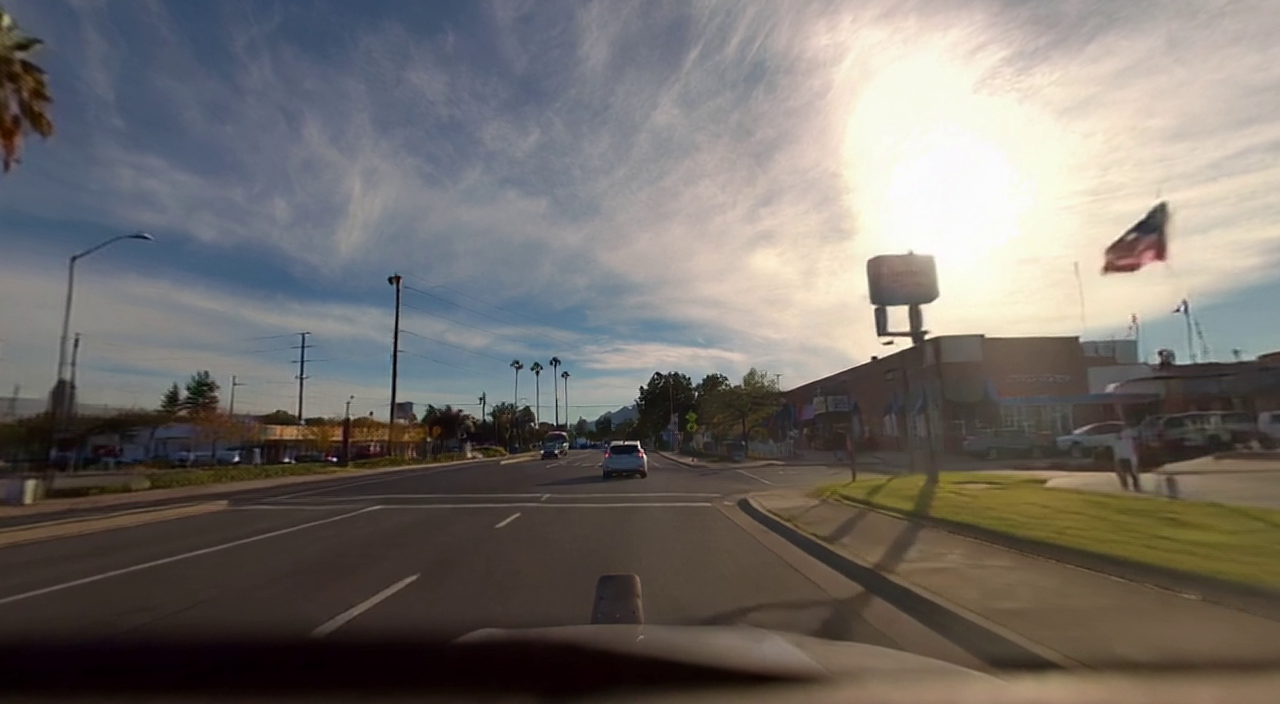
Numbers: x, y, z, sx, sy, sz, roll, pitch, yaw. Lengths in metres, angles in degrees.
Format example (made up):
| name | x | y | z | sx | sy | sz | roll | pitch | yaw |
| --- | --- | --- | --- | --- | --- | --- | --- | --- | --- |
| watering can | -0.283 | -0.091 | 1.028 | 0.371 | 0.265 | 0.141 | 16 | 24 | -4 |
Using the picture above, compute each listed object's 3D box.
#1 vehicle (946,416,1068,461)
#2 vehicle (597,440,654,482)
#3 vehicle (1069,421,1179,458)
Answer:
| name | x | y | z | sx | sy | sz | roll | pitch | yaw |
| --- | --- | --- | --- | --- | --- | --- | --- | --- | --- |
| vehicle | 18.553 | 4.416 | 32.128 | 4.747 | 2.178 | 2.336 | 0 | -9 | -2 |
| vehicle | -0.550 | 4.249 | 24.876 | 2.076 | 1.486 | 4.119 | 0 | -8 | -1 |
| vehicle | 24.680 | 4.503 | 32.311 | 4.025 | 1.827 | 1.852 | 0 | -9 | -2 |
